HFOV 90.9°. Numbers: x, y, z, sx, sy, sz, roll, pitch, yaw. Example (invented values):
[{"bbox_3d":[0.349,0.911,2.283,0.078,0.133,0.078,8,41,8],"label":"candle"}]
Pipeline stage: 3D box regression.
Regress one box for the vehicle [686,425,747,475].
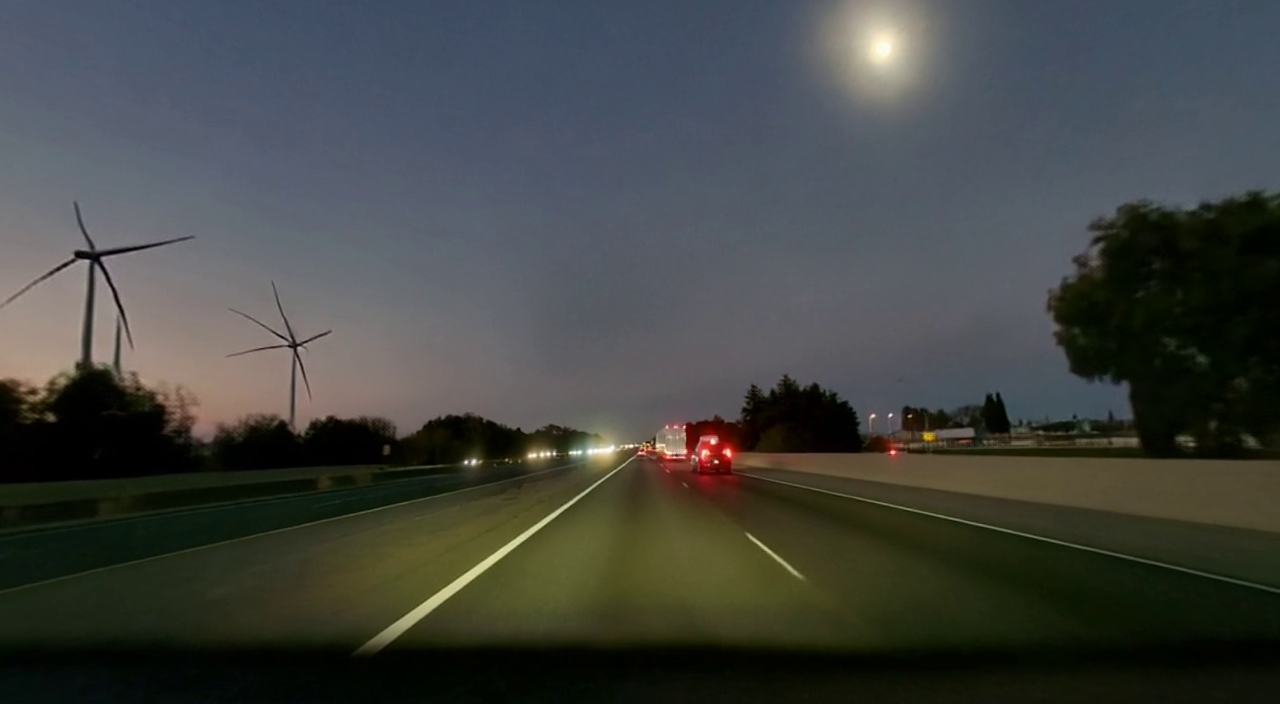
[{"bbox_3d":[4.278,5.629,36.209,2.609,2.648,5.397,0,-9,-2],"label":"vehicle"}]
